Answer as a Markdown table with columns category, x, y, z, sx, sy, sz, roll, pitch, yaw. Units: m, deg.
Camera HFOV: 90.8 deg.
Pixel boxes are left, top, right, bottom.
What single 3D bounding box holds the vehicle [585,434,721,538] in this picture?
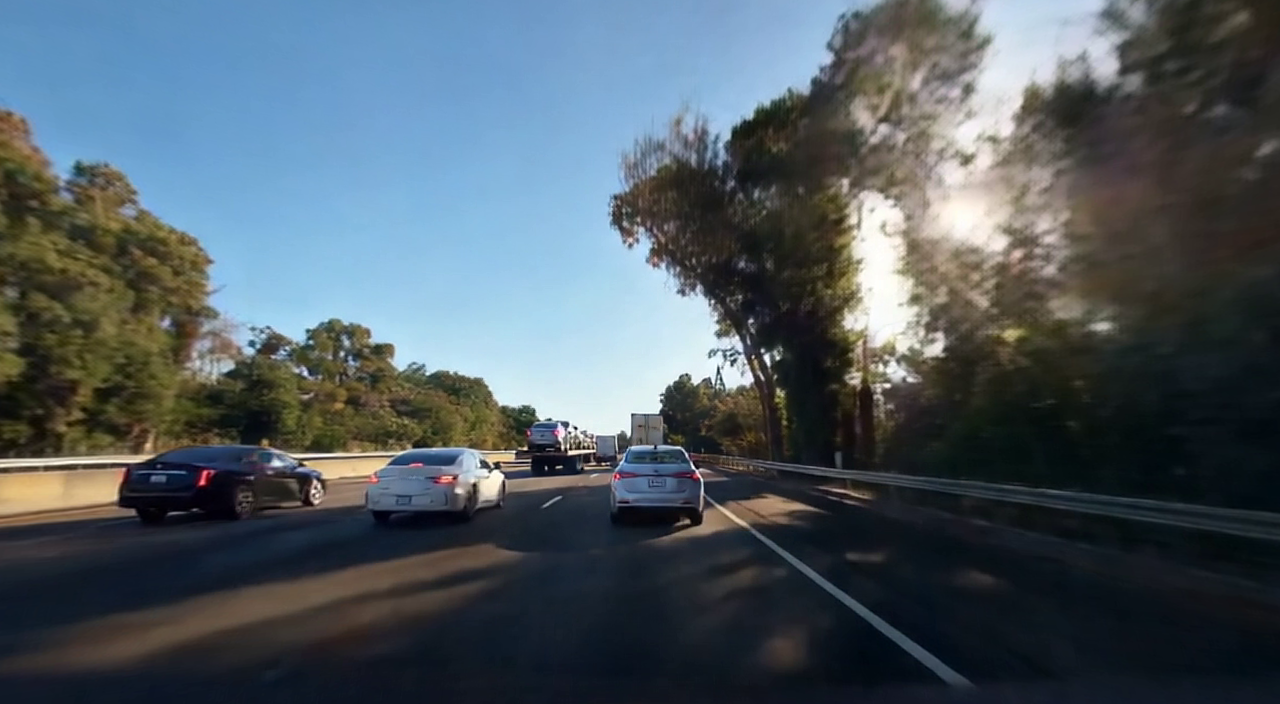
| category | x | y | z | sx | sy | sz | roll | pitch | yaw |
| --- | --- | --- | --- | --- | --- | --- | --- | --- | --- |
| vehicle | 0.203 | 2.237 | 11.009 | 1.991 | 1.507 | 3.391 | 0 | -9 | 1 |

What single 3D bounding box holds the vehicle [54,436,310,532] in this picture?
| category | x | y | z | sx | sy | sz | roll | pitch | yaw |
| --- | --- | --- | --- | --- | --- | --- | --- | --- | --- |
| vehicle | -8.376 | 2.421 | 12.102 | 1.888 | 1.507 | 3.949 | 0 | -9 | 0 |

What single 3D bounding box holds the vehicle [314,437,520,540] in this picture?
| category | x | y | z | sx | sy | sz | roll | pitch | yaw |
| --- | --- | --- | --- | --- | --- | --- | --- | --- | --- |
| vehicle | -3.656 | 2.322 | 11.402 | 1.947 | 1.470 | 4.526 | 0 | -9 | 2 |

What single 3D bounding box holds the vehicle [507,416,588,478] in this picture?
| category | x | y | z | sx | sy | sz | roll | pitch | yaw |
| --- | --- | --- | --- | --- | --- | --- | --- | --- | --- |
| vehicle | -2.564 | 2.786 | 18.466 | 2.031 | 1.594 | 4.103 | 1 | -9 | -4 |
